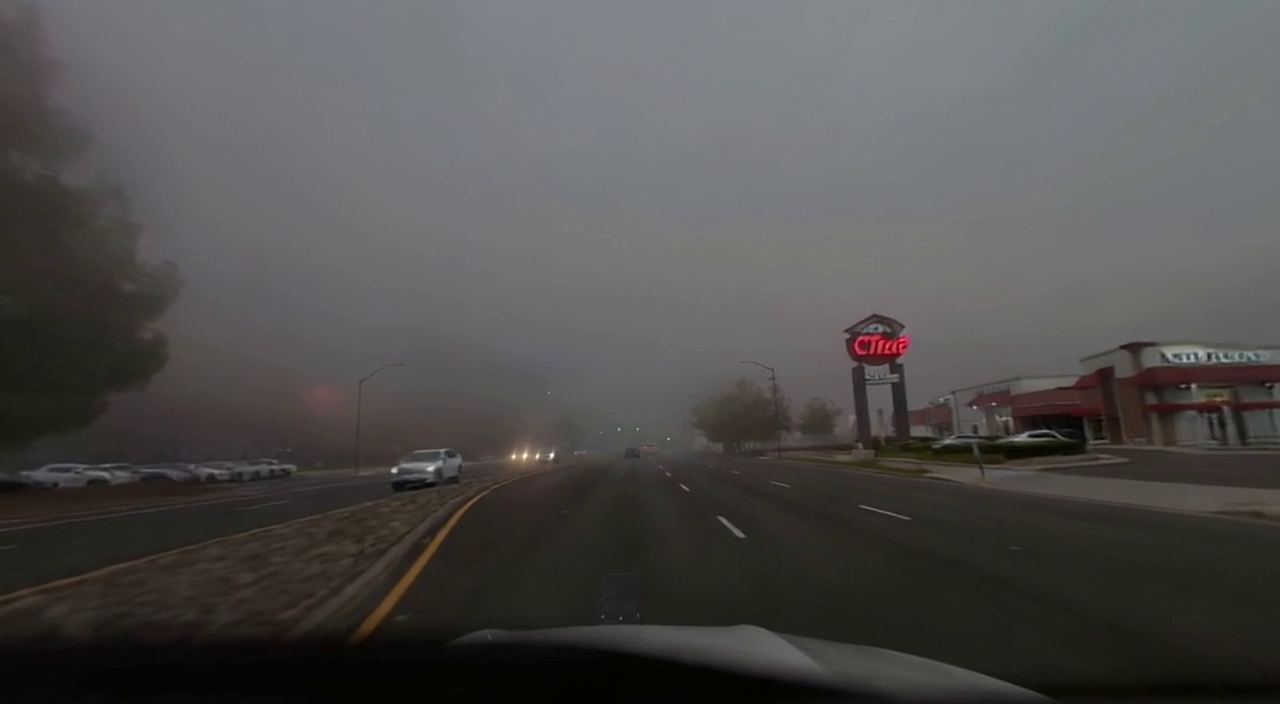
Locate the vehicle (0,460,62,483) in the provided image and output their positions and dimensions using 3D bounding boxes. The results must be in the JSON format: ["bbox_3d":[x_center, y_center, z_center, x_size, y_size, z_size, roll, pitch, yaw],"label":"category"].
[{"bbox_3d":[-47.420,9.103,48.089,4.717,1.614,1.990,0,-9,0],"label":"vehicle"}]

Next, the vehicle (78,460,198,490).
[{"bbox_3d":[-28.165,6.892,35.643,4.893,1.460,1.986,4,-10,-26],"label":"vehicle"}]

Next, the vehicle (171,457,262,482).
[{"bbox_3d":[-28.392,7.862,42.534,4.740,1.480,1.923,2,-10,-20],"label":"vehicle"}]

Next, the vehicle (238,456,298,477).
[{"bbox_3d":[-28.567,8.830,48.606,3.753,1.432,1.665,3,-11,-26],"label":"vehicle"}]

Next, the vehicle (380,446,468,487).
[{"bbox_3d":[-8.698,4.621,25.889,1.959,1.505,4.622,0,-9,0],"label":"vehicle"}]
